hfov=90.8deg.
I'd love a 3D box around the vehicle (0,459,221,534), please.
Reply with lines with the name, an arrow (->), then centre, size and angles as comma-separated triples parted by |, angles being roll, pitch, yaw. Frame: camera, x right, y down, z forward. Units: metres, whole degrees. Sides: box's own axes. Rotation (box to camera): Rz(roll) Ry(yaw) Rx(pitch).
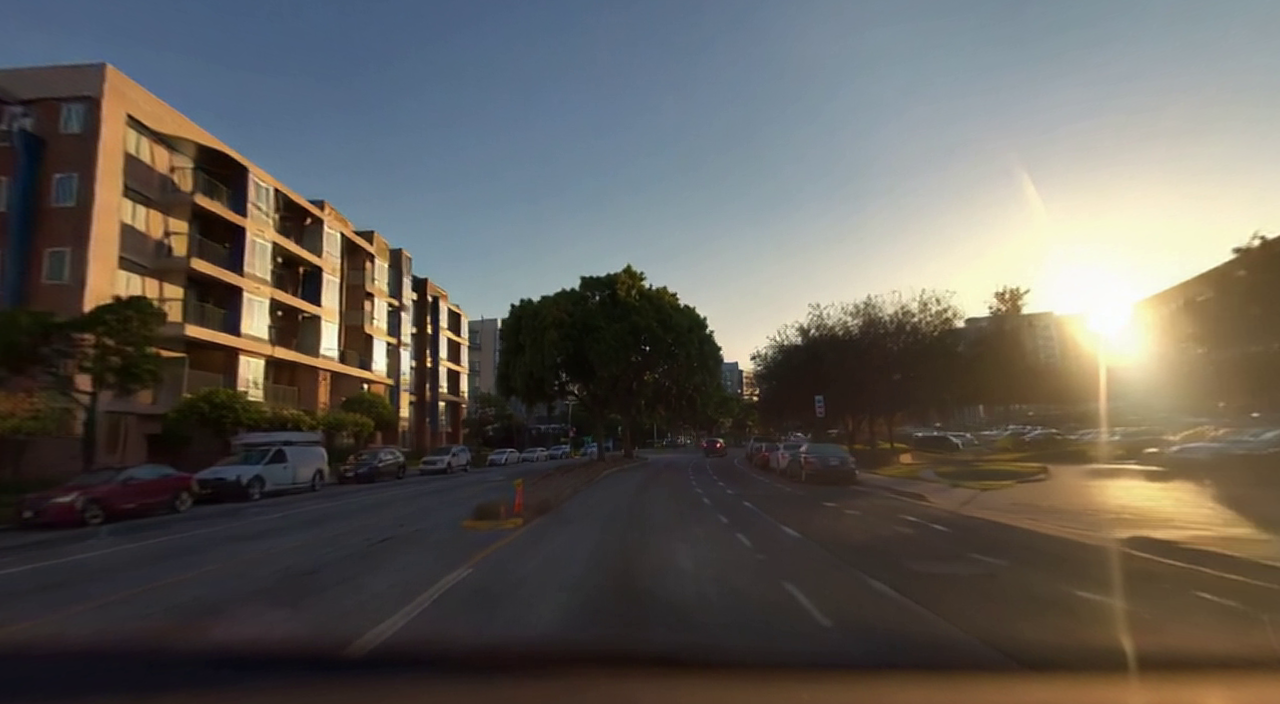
vehicle -> -12.443, 3.330, 15.117 | 1.723, 1.418, 4.359 | -1, -8, 2

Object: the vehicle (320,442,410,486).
vehicle -> -12.533, 5.103, 29.150 | 2.001, 1.836, 4.471 | -1, -8, 1

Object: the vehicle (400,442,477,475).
vehicle -> -11.974, 6.365, 38.075 | 2.137, 1.835, 5.833 | -1, -8, 6

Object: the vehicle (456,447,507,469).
vehicle -> -11.063, 7.423, 44.381 | 1.829, 1.449, 4.713 | -2, -9, 8

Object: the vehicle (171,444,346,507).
vehicle -> -12.619, 4.070, 21.561 | 2.290, 1.799, 5.801 | -1, -8, 1

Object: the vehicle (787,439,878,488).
vehicle -> 6.481, 3.793, 21.822 | 1.947, 1.487, 4.549 | -1, -8, 3
